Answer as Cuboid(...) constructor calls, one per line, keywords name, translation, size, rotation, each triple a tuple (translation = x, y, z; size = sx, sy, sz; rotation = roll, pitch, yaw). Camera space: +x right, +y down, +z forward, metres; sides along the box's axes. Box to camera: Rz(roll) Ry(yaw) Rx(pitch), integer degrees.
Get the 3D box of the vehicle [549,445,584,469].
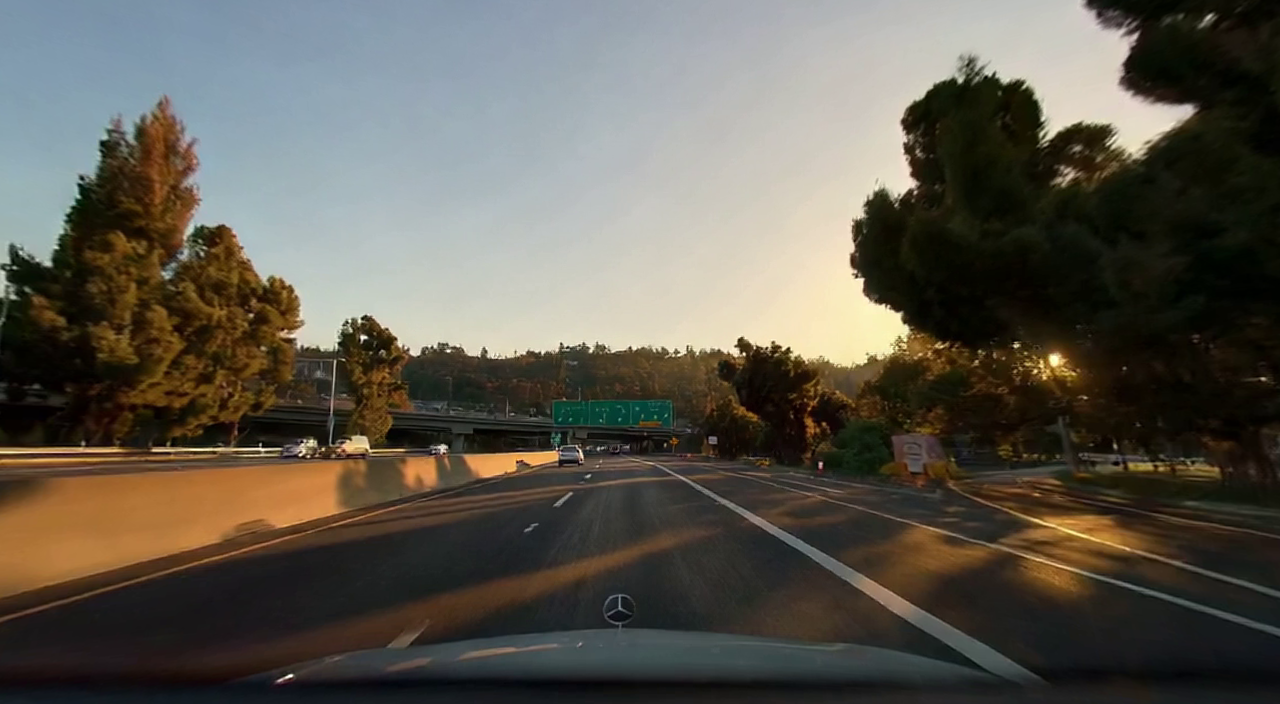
Cuboid(name="vehicle", translation=(-5.011, 7.206, 43.094), size=(2.008, 1.521, 4.129), rotation=(0, -9, -2))
